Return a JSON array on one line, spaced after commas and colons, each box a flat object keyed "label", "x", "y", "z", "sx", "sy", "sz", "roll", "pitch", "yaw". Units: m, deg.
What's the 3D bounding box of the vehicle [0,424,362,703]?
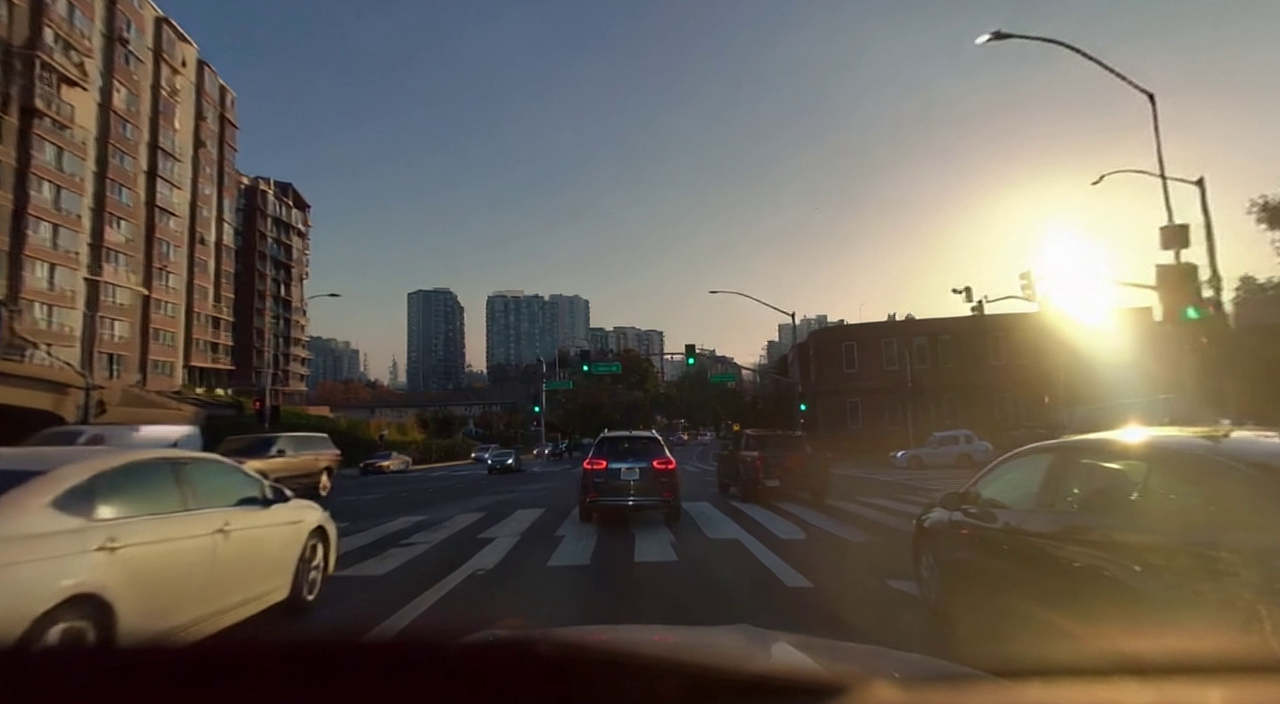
[{"label": "vehicle", "x": -3.739, "y": 1.218, "z": 3.741, "sx": 2.055, "sy": 1.488, "sz": 4.733, "roll": 0, "pitch": -8, "yaw": 0}]

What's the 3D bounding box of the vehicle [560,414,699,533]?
[{"label": "vehicle", "x": -0.160, "y": 2.327, "z": 12.789, "sx": 2.206, "sy": 1.858, "sz": 5.332, "roll": 0, "pitch": -8, "yaw": 0}]

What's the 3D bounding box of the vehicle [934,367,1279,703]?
[{"label": "vehicle", "x": 3.151, "y": 0.908, "z": 2.514, "sx": 1.906, "sy": 1.608, "sz": 4.137, "roll": 0, "pitch": -8, "yaw": -1}]
